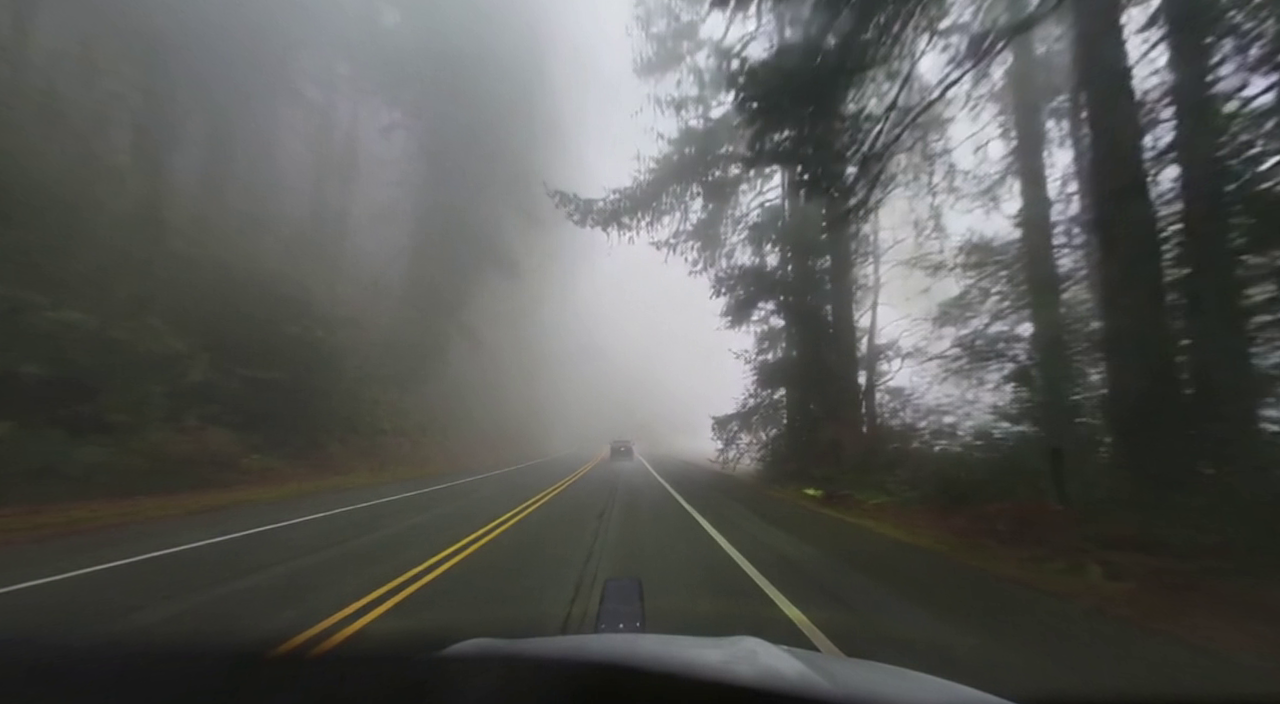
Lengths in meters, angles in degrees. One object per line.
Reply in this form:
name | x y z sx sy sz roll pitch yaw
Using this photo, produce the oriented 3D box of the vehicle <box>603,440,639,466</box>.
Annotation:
vehicle | -1.179 6.091 38.353 2.042 1.489 3.963 0 -8 -2
